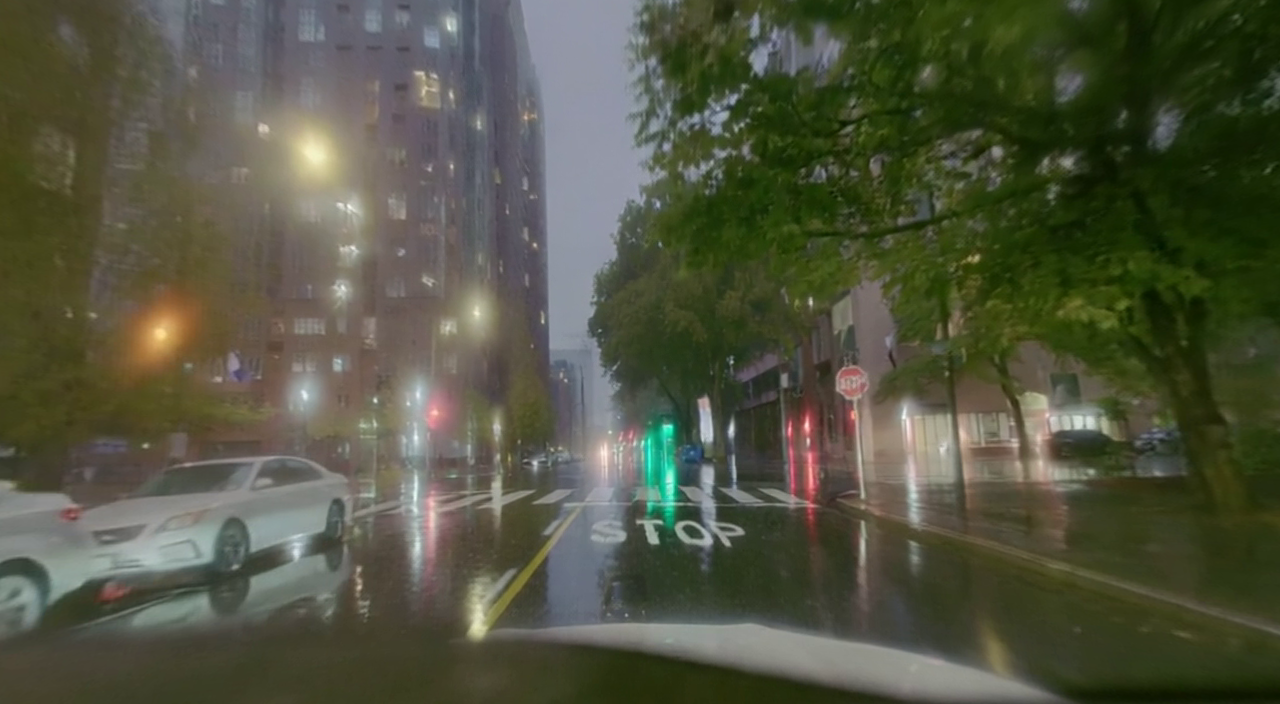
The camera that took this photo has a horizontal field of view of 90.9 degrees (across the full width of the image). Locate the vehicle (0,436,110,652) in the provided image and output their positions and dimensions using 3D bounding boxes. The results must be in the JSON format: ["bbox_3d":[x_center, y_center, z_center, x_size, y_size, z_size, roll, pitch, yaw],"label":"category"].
[{"bbox_3d":[-5.806,1.267,3.432,1.901,1.631,4.570,0,-8,-1],"label":"vehicle"}]

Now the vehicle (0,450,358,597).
[{"bbox_3d":[-5.910,2.126,8.803,1.874,1.460,4.495,0,-8,0],"label":"vehicle"}]
